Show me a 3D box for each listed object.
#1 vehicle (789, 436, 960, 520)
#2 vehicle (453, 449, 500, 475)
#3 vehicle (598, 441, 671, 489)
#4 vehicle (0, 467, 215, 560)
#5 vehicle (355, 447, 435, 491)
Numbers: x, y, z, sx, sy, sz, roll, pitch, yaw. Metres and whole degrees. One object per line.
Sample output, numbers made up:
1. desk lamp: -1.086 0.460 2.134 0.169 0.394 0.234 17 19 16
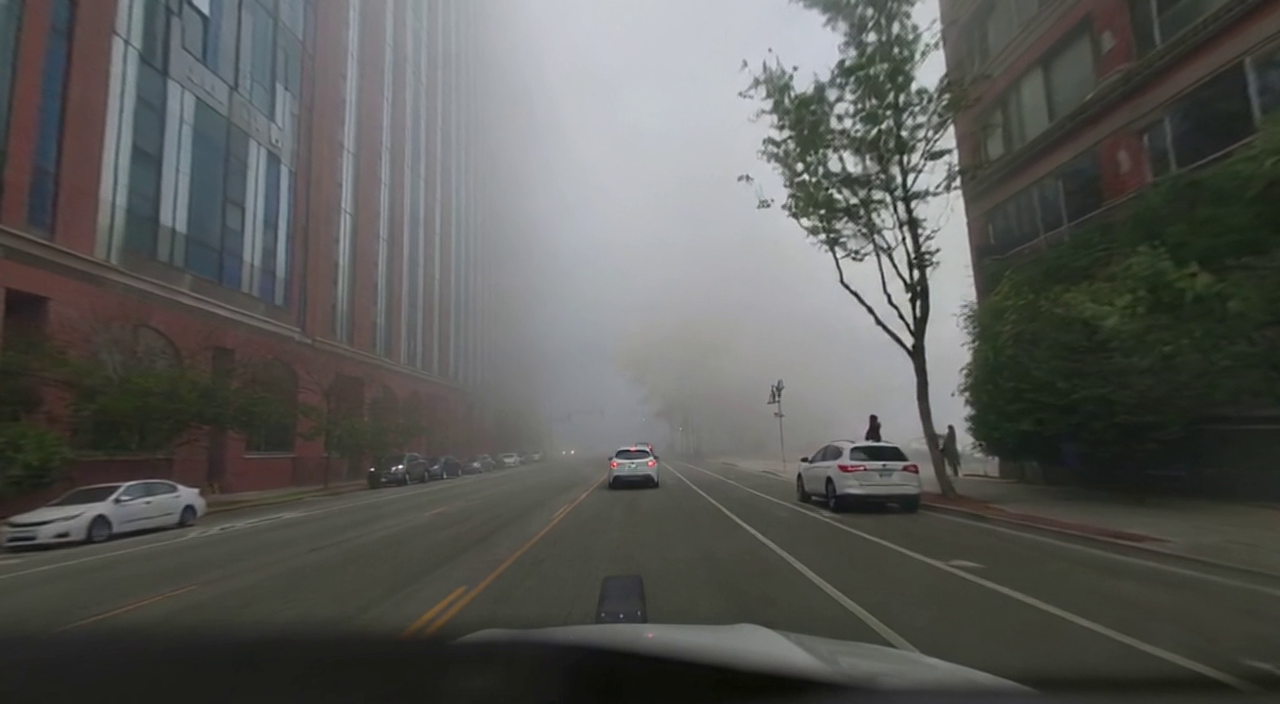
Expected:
1. vehicle: 5.000 2.724 14.230 2.075 1.584 4.201 0 -8 -2
2. vehicle: -11.679 7.902 45.513 2.077 1.732 4.704 0 -8 1
3. vehicle: -0.150 3.806 21.598 2.269 1.479 3.980 0 -8 1
4. vehicle: -11.532 3.337 13.558 1.917 1.408 4.454 -4 -8 -2
5. vehicle: -11.822 5.650 30.904 2.114 1.938 4.590 -1 -8 -1
